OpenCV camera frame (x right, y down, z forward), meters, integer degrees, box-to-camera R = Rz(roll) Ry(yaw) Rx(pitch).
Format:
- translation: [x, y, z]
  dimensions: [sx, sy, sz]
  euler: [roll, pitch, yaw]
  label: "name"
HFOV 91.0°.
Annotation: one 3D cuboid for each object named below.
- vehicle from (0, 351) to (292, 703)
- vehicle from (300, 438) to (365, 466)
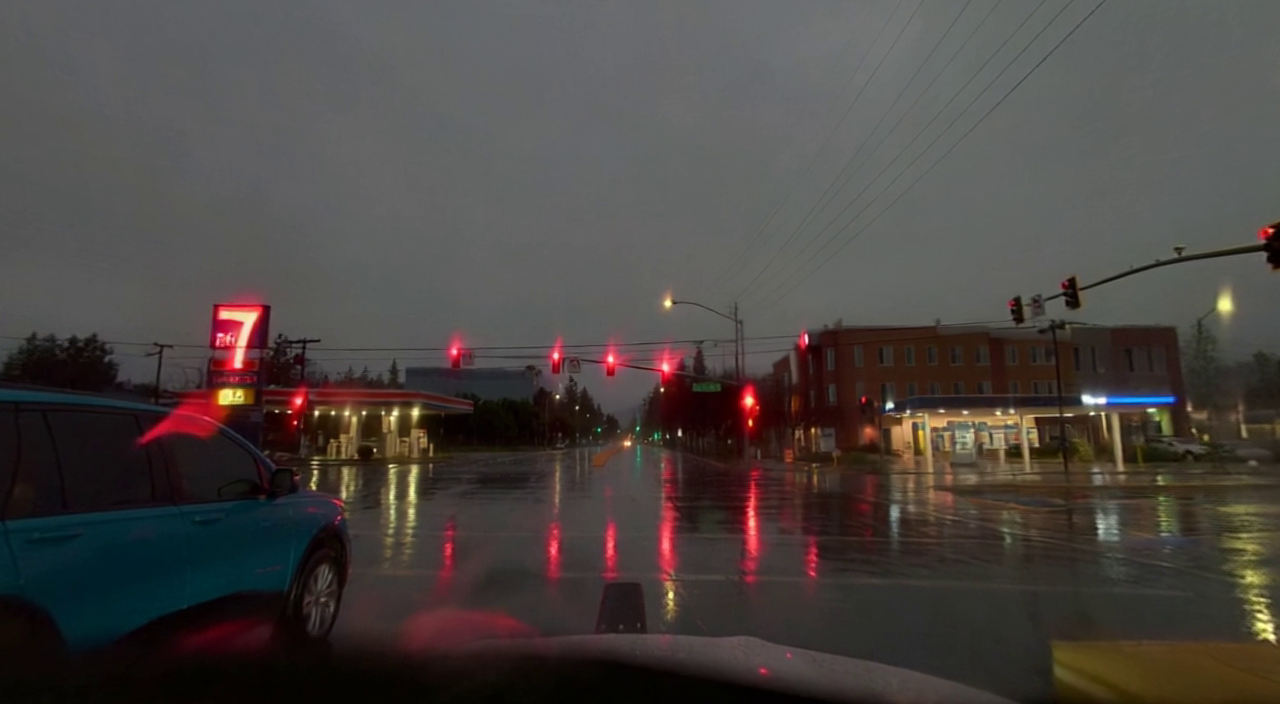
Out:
- translation: [-3.431, 0.802, 2.047]
  dimensions: [2.053, 1.690, 4.364]
  euler: [0, -9, 0]
  label: "vehicle"
- translation: [-20.488, 6.686, 42.157]
  dimensions: [2.004, 1.699, 4.486]
  euler: [0, -9, 1]
  label: "vehicle"
